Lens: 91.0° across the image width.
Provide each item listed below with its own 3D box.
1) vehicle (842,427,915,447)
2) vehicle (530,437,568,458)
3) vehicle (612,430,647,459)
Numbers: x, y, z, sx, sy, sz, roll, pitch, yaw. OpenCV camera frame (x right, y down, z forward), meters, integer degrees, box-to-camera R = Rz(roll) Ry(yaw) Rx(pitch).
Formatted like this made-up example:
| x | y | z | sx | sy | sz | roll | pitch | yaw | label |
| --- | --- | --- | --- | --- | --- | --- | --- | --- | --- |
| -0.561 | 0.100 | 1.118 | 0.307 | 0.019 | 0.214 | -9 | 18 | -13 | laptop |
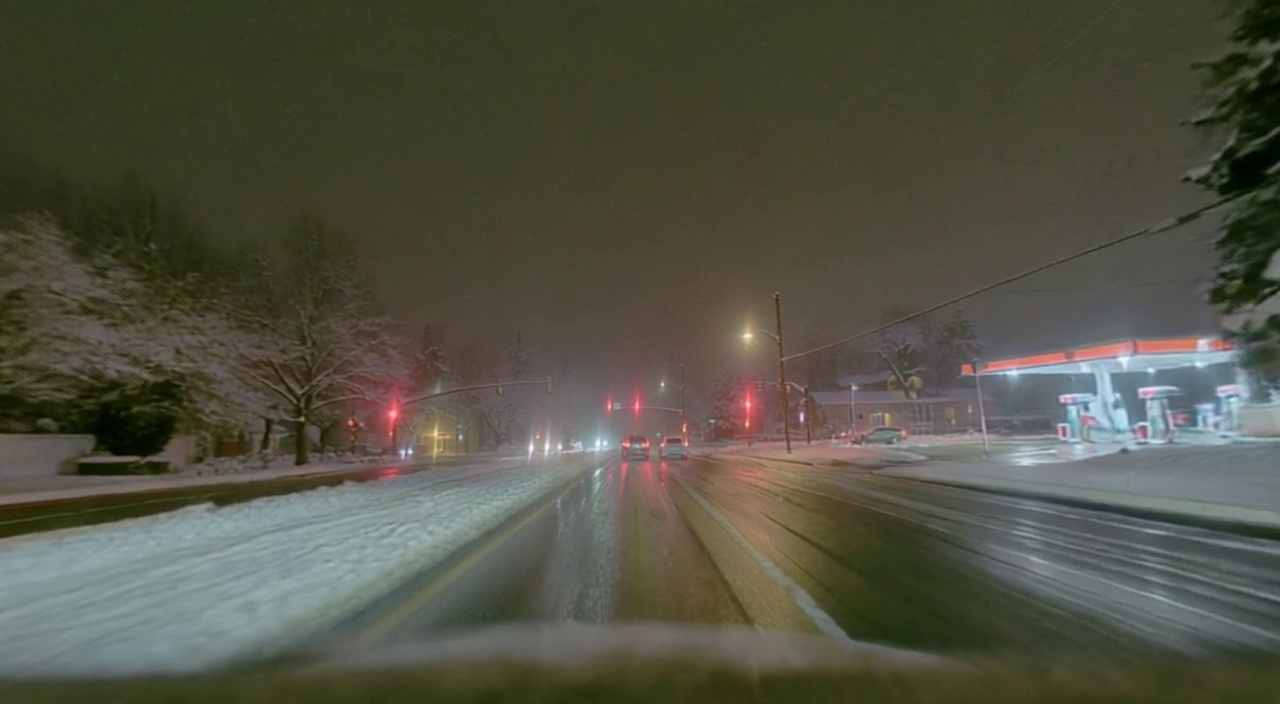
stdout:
| x | y | z | sx | sy | sz | roll | pitch | yaw | label |
| --- | --- | --- | --- | --- | --- | --- | --- | --- | --- |
| 18.052 | 6.446 | 47.815 | 4.660 | 1.462 | 2.034 | 0 | -9 | 0 | vehicle |
| -6.342 | 6.737 | 44.443 | 2.033 | 1.442 | 4.668 | 0 | -8 | -1 | vehicle |
| -0.644 | 5.943 | 40.343 | 2.146 | 1.742 | 4.095 | 0 | -8 | -1 | vehicle |
